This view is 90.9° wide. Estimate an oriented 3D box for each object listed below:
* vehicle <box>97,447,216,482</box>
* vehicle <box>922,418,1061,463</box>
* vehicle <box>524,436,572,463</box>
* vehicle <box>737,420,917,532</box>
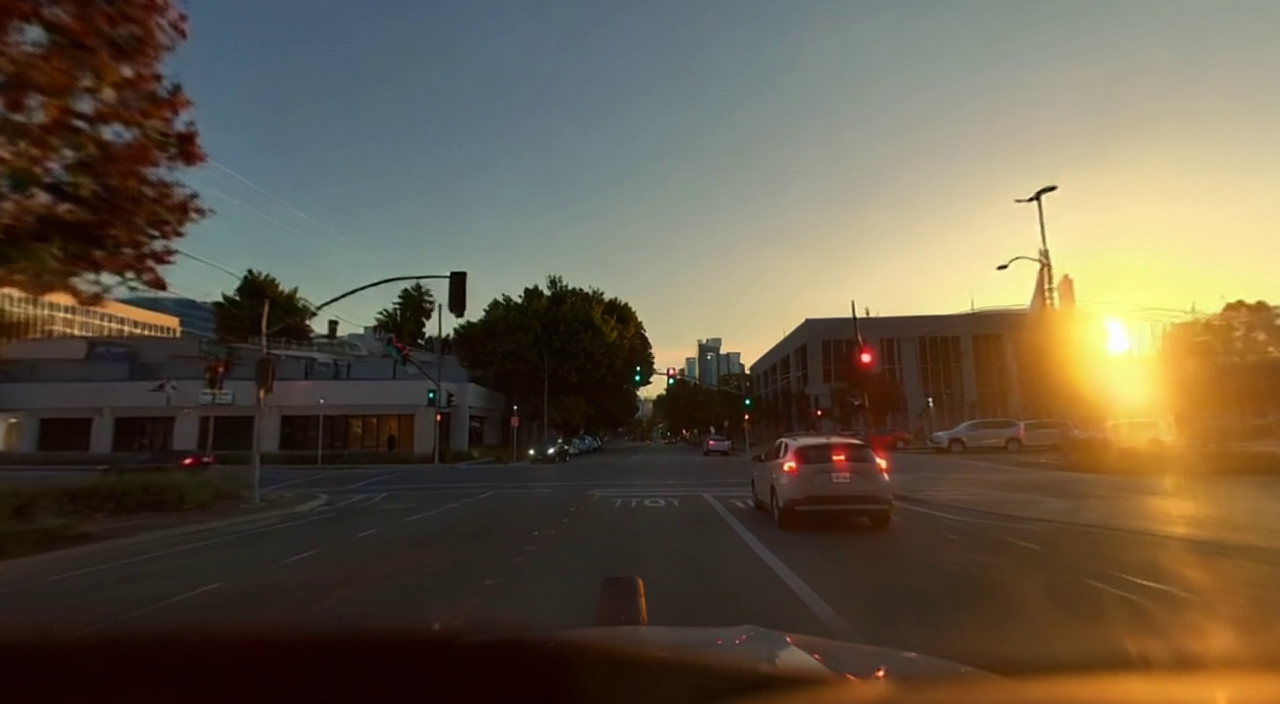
[{"bbox_3d":[-22.715,5.262,29.725,4.037,1.562,2.099,-1,-8,8],"label":"vehicle"},{"bbox_3d":[14.657,3.738,26.519,4.611,1.778,1.939,0,-8,0],"label":"vehicle"},{"bbox_3d":[-6.071,6.523,42.189,1.972,1.693,4.516,-2,-8,8],"label":"vehicle"},{"bbox_3d":[2.968,2.052,10.955,1.947,1.576,3.825,0,-8,0],"label":"vehicle"}]
